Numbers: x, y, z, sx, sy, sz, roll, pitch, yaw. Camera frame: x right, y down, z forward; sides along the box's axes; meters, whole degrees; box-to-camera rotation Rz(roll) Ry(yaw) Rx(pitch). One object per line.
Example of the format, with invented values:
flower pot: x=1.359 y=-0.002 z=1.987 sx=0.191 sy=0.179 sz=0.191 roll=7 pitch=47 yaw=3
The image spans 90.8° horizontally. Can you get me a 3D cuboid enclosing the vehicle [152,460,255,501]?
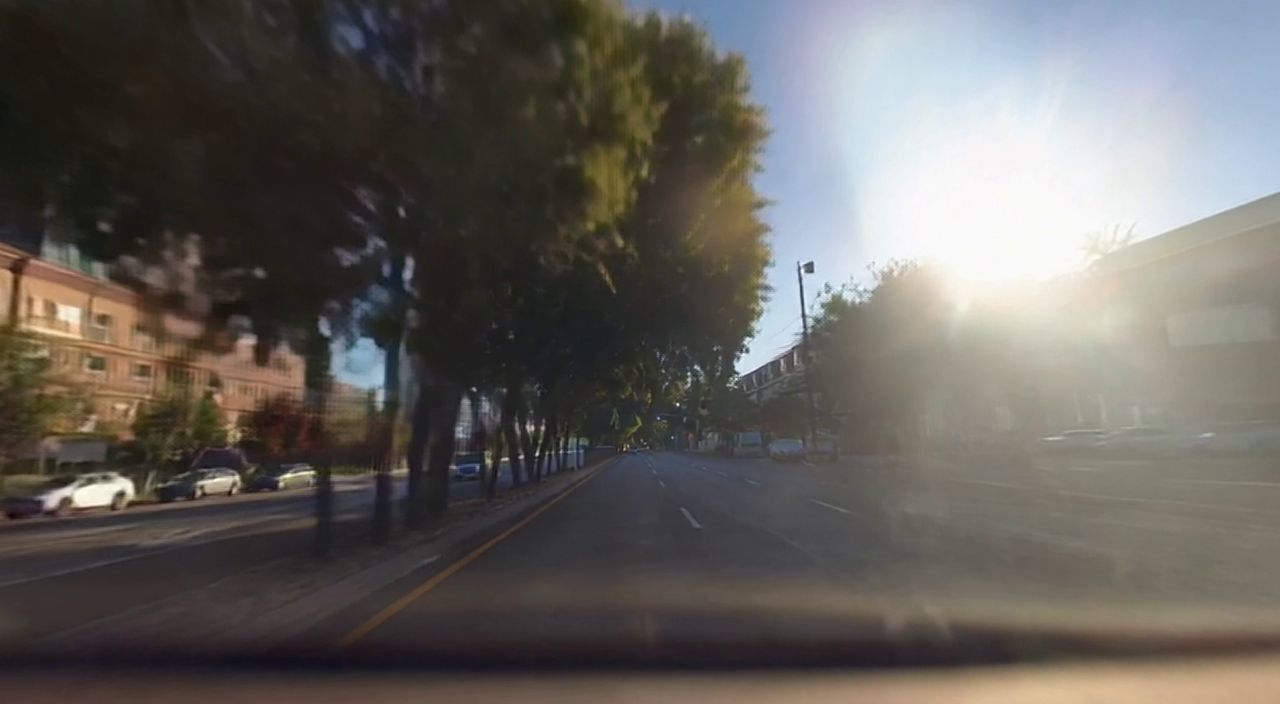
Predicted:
vehicle: x=-20.008 y=5.874 z=29.214 sx=1.815 sy=1.629 sz=4.123 roll=0 pitch=-9 yaw=-1

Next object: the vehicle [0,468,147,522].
vehicle: x=-19.862 y=4.853 z=21.852 sx=1.856 sy=1.479 sz=4.554 roll=0 pitch=-9 yaw=1

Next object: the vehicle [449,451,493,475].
vehicle: x=-12.172 y=8.012 z=45.795 sx=1.918 sy=1.546 sz=4.683 roll=0 pitch=-9 yaw=0

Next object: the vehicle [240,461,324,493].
vehicle: x=-20.022 y=6.975 z=35.627 sx=1.870 sy=1.486 sz=5.031 roll=-1 pitch=-8 yaw=-1
